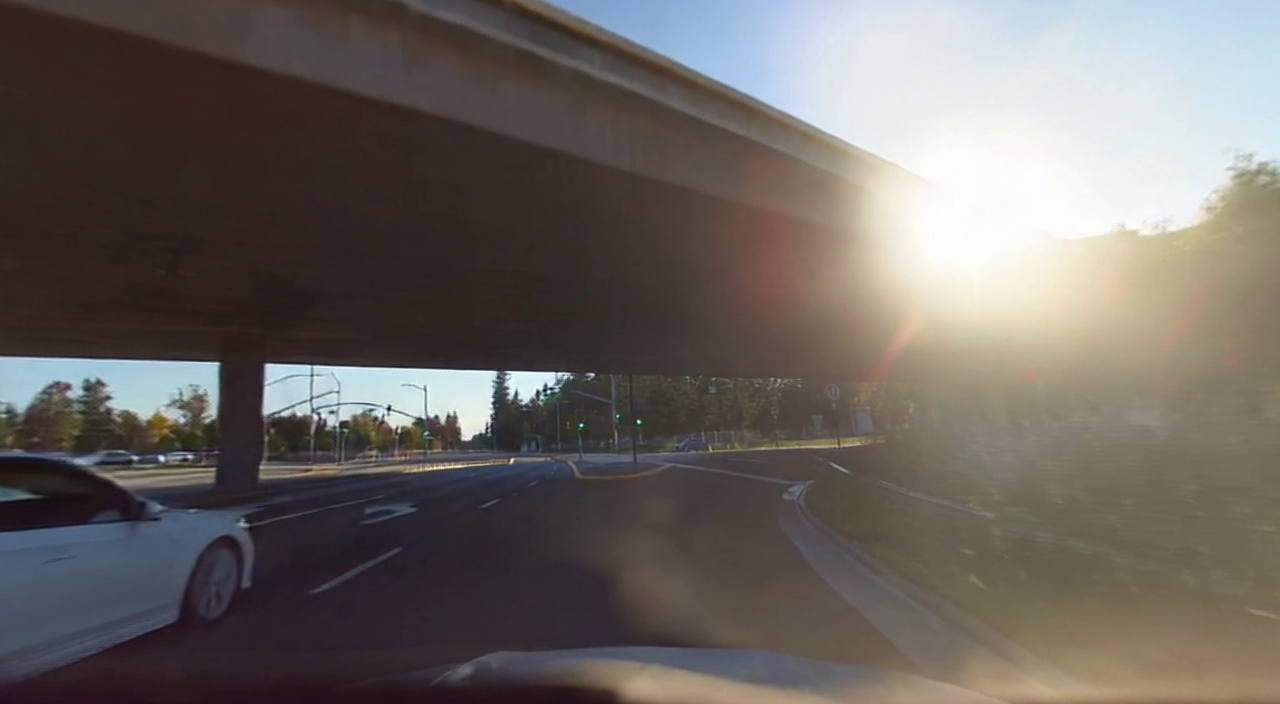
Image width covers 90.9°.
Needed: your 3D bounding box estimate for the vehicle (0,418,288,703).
[{"bbox_3d":[-4.337,1.179,3.853,1.963,1.460,4.614,0,-9,-4],"label":"vehicle"}]
